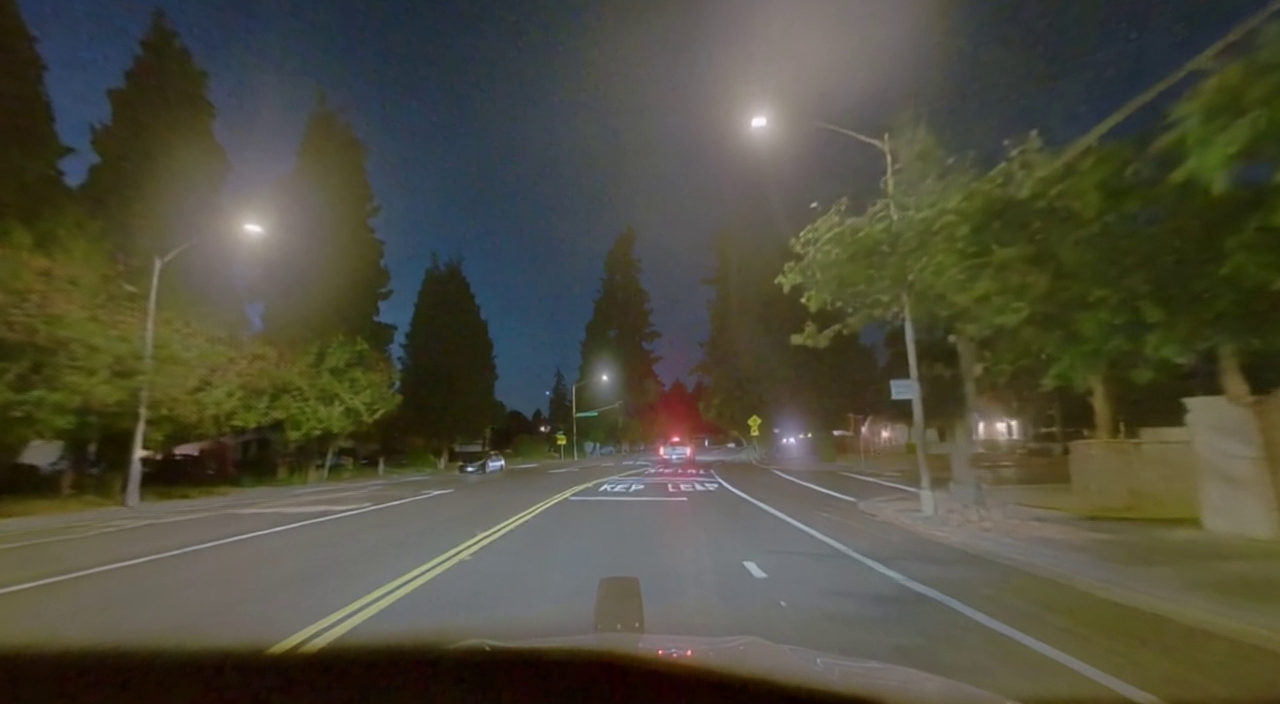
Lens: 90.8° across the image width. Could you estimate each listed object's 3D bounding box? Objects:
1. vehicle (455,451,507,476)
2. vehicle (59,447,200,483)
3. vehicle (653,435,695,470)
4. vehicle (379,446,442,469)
[{"bbox_3d":[-11.058,7.759,44.243,1.873,1.508,4.483,-3,-8,9],"label":"vehicle"},{"bbox_3d":[-25.881,5.717,32.251,4.975,1.732,2.165,2,-9,-14],"label":"vehicle"},{"bbox_3d":[2.110,6.040,37.883,2.153,1.942,4.767,-1,-9,7],"label":"vehicle"},{"bbox_3d":[-18.037,8.301,49.721,4.168,1.735,1.925,-1,-9,3],"label":"vehicle"}]
